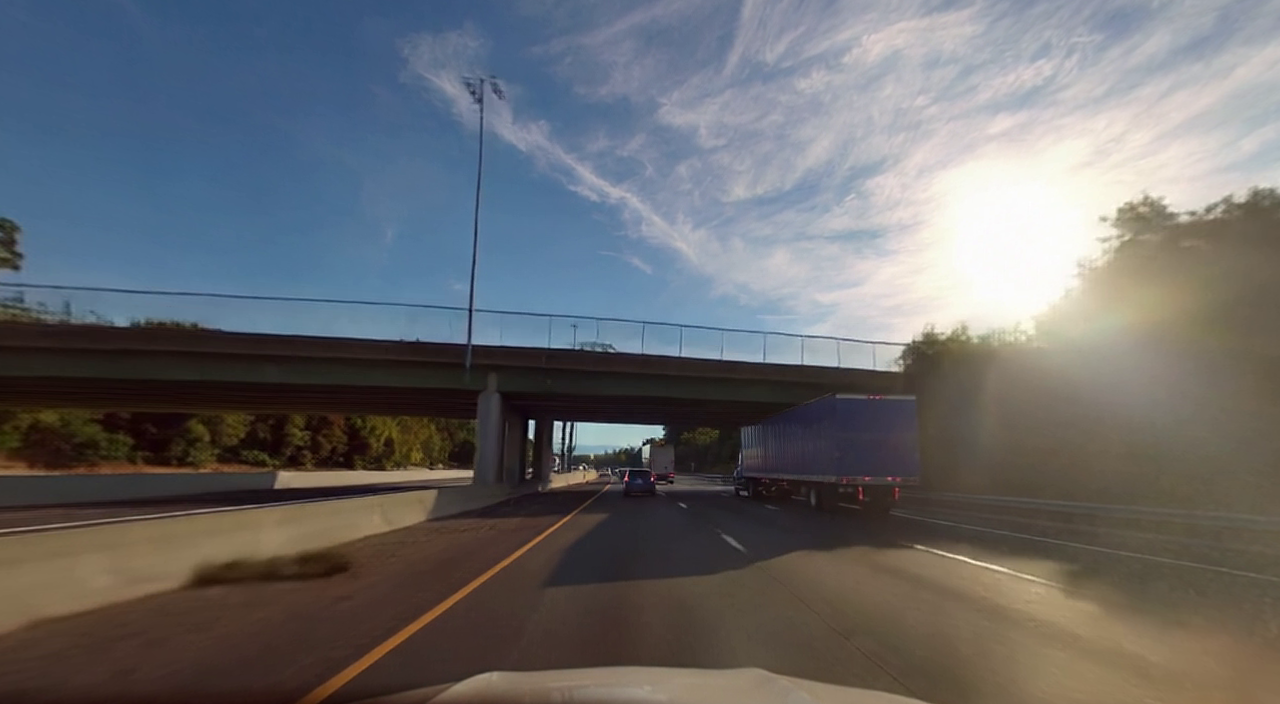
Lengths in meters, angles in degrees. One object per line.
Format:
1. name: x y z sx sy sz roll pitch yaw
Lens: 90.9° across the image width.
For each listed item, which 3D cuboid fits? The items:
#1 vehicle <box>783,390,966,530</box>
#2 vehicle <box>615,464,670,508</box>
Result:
1. vehicle: 7.156 3.601 20.864 2.839 3.684 8.091 1 -11 0
2. vehicle: 0.086 5.324 25.257 2.067 1.552 3.601 1 -11 0
